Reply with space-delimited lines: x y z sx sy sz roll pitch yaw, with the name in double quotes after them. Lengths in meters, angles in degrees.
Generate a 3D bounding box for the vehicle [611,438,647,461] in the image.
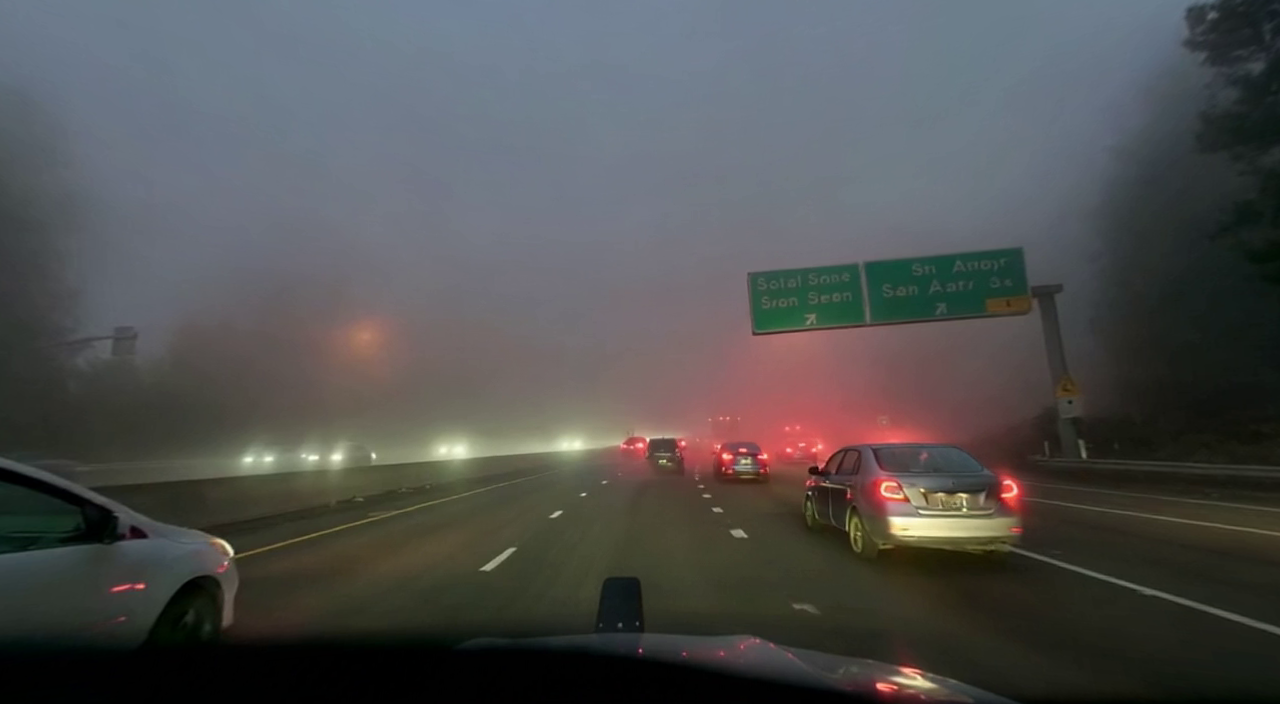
-0.715 6.899 44.649 2.059 1.516 4.236 -1 -9 6 "vehicle"

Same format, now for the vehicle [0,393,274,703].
-3.218 0.824 1.510 1.937 1.558 4.469 0 -9 1 "vehicle"

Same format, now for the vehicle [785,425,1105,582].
3.476 1.821 8.460 2.014 1.489 4.696 0 -9 1 "vehicle"

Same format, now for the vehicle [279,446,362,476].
-18.249 6.233 36.282 1.998 1.557 4.757 -1 -9 5 "vehicle"

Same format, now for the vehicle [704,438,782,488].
3.356 3.714 21.367 2.009 1.489 4.559 0 -9 2 "vehicle"

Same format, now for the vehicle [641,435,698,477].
1.267 4.321 26.304 2.201 1.614 3.803 -1 -9 3 "vehicle"
